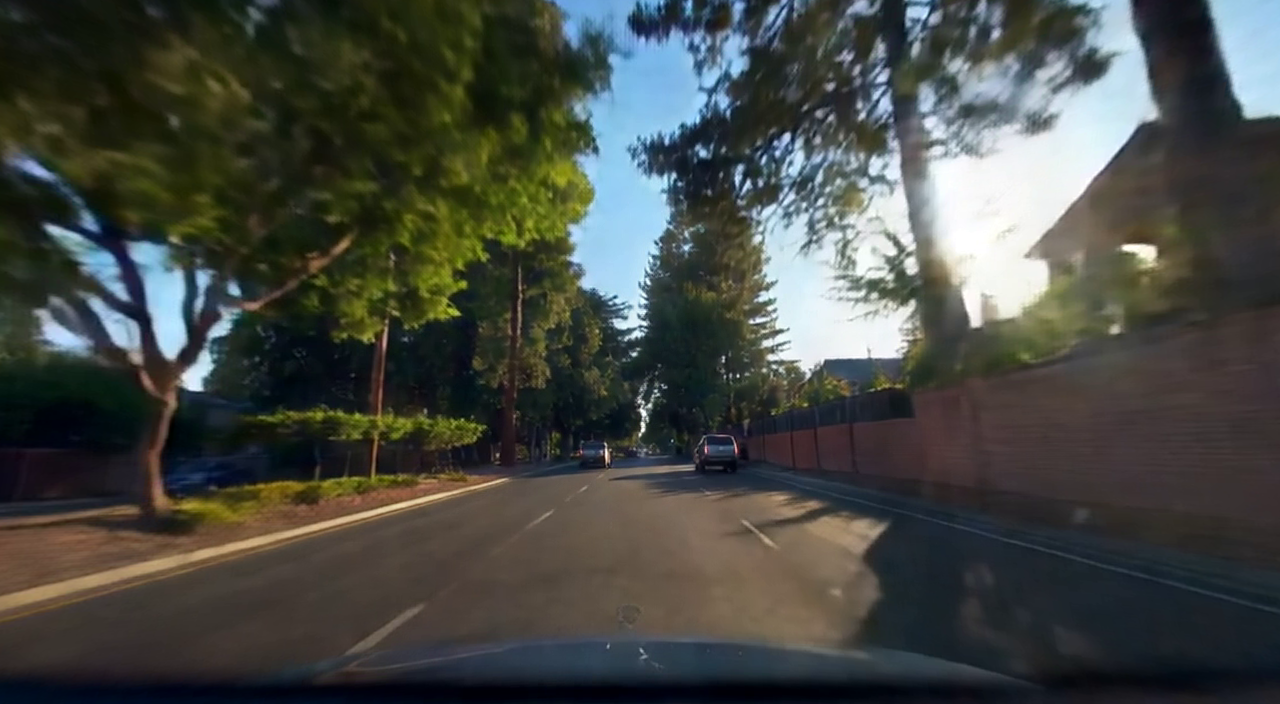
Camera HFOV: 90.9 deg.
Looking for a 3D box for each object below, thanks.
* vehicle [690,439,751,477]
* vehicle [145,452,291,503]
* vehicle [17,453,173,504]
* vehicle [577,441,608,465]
[{"bbox_3d":[3.820,5.131,30.774,2.321,1.695,5.037,0,-8,0],"label":"vehicle"},{"bbox_3d":[-14.128,4.196,21.507,1.892,1.480,4.467,0,-8,0],"label":"vehicle"},{"bbox_3d":[-21.693,4.995,25.423,1.990,1.787,4.709,0,-8,0],"label":"vehicle"},{"bbox_3d":[-3.577,7.643,47.977,2.002,1.747,4.728,0,-8,0],"label":"vehicle"}]
